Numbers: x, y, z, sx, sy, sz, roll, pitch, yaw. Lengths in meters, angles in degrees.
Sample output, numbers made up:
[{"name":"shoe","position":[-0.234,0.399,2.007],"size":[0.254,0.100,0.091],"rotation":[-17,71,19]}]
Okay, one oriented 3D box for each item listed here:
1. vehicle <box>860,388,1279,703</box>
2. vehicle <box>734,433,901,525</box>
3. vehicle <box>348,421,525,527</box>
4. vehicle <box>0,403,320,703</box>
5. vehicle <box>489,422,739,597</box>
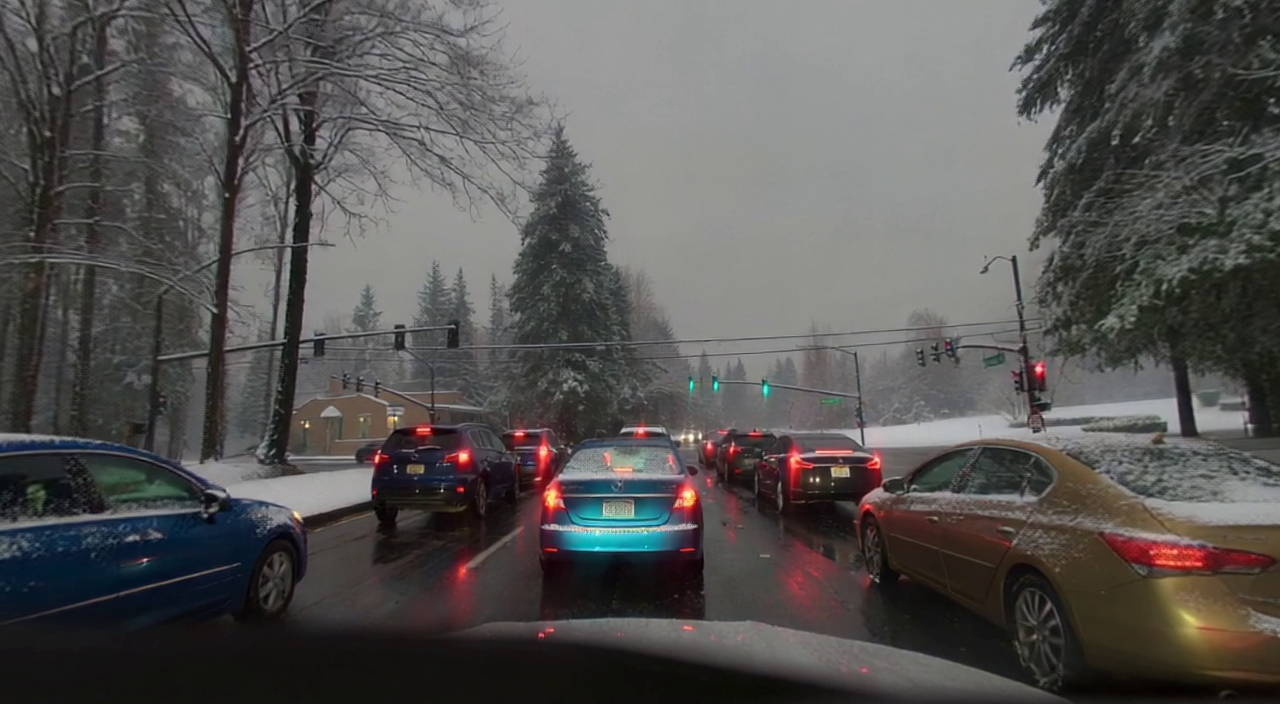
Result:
[{"name":"vehicle","position":[3.134,1.149,4.058],"size":[1.903,1.480,4.270],"rotation":[0,-8,0]},{"name":"vehicle","position":[3.180,2.334,12.330],"size":[1.975,1.460,4.357],"rotation":[0,-8,0]},{"name":"vehicle","position":[-3.729,2.312,12.492],"size":[1.961,1.714,4.268],"rotation":[0,-8,2]},{"name":"vehicle","position":[-3.639,1.020,3.003],"size":[1.935,1.482,4.433],"rotation":[0,-8,-1]},{"name":"vehicle","position":[-0.257,1.641,7.404],"size":[2.147,1.479,3.803],"rotation":[0,-8,-1]}]
